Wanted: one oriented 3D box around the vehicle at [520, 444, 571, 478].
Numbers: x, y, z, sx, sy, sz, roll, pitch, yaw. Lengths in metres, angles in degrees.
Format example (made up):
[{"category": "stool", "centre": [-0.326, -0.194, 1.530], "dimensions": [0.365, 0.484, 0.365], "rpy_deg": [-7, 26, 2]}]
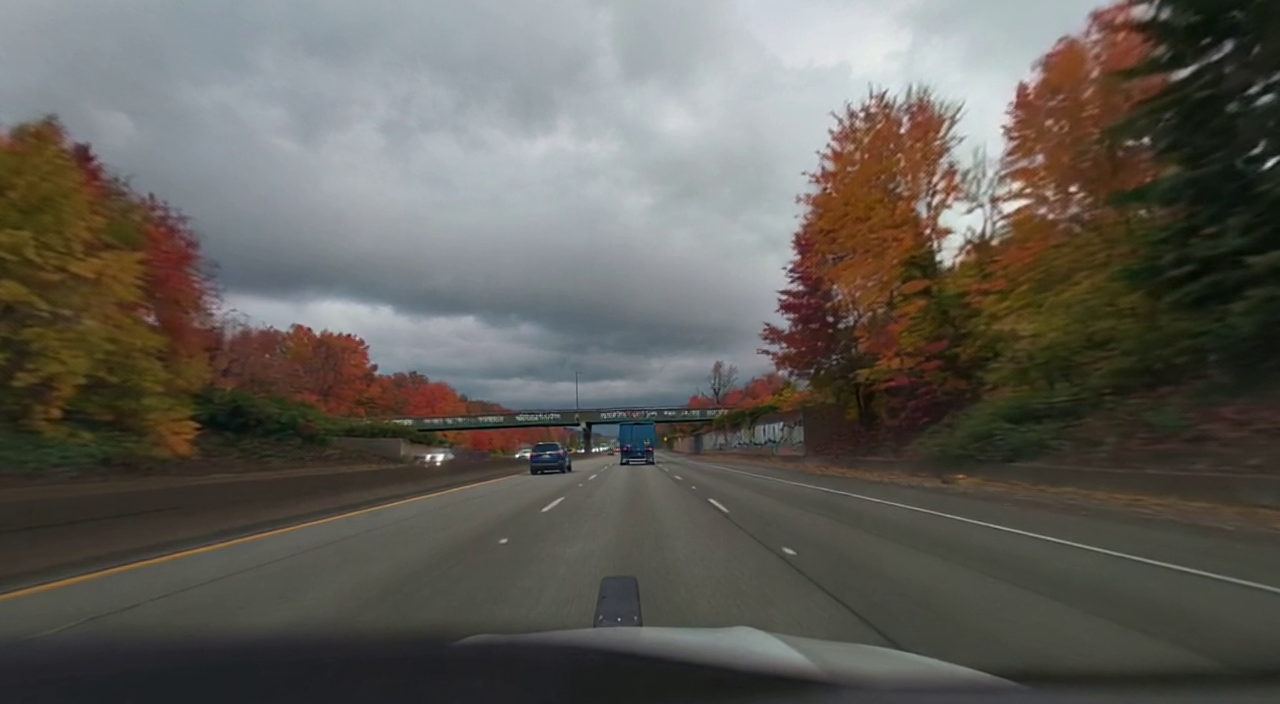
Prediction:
[{"category": "vehicle", "centre": [-4.423, 5.160, 29.932], "dimensions": [1.892, 1.529, 3.996], "rpy_deg": [0, -9, -1]}]
